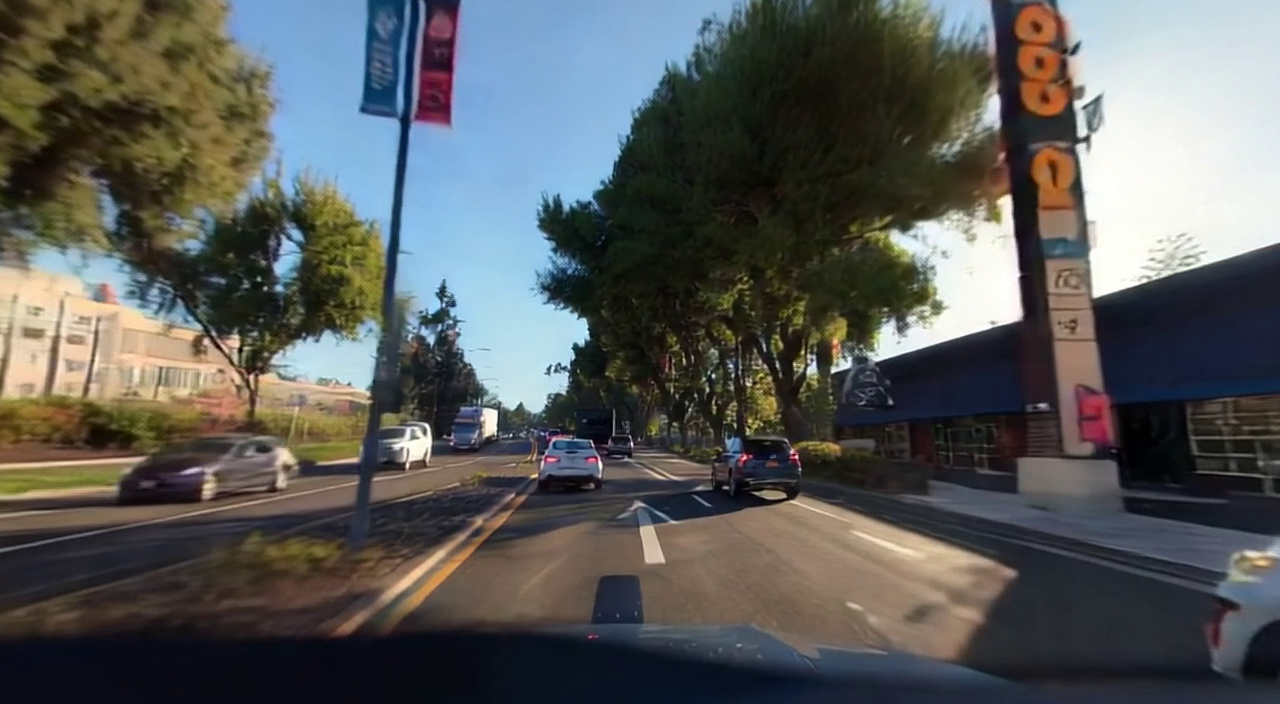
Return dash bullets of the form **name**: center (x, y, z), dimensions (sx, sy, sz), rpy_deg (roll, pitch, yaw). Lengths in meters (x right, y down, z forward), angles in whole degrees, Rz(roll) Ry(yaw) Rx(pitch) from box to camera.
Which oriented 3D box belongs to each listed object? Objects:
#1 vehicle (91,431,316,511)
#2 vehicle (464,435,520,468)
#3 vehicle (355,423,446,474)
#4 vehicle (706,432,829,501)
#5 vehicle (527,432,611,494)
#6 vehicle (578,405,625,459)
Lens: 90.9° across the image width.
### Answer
- **vehicle**: center (-9.401, 2.556, 14.157), dimensions (1.993, 1.482, 4.420), rpy_deg (1, -8, -2)
- **vehicle**: center (-7.366, 4.952, 31.754), dimensions (2.026, 1.520, 4.475), rpy_deg (1, -8, -4)
- **vehicle**: center (-10.343, 4.204, 27.709), dimensions (2.165, 1.966, 5.251), rpy_deg (1, -8, -3)
- **vehicle**: center (2.970, 2.747, 15.592), dimensions (1.889, 1.480, 3.876), rpy_deg (1, -8, -5)
- **vehicle**: center (-1.931, 2.933, 17.010), dimensions (1.991, 1.472, 3.518), rpy_deg (1, -8, -7)
- **vehicle**: center (-2.855, 5.742, 45.002), dimensions (2.917, 3.482, 6.946), rpy_deg (1, -8, -7)
